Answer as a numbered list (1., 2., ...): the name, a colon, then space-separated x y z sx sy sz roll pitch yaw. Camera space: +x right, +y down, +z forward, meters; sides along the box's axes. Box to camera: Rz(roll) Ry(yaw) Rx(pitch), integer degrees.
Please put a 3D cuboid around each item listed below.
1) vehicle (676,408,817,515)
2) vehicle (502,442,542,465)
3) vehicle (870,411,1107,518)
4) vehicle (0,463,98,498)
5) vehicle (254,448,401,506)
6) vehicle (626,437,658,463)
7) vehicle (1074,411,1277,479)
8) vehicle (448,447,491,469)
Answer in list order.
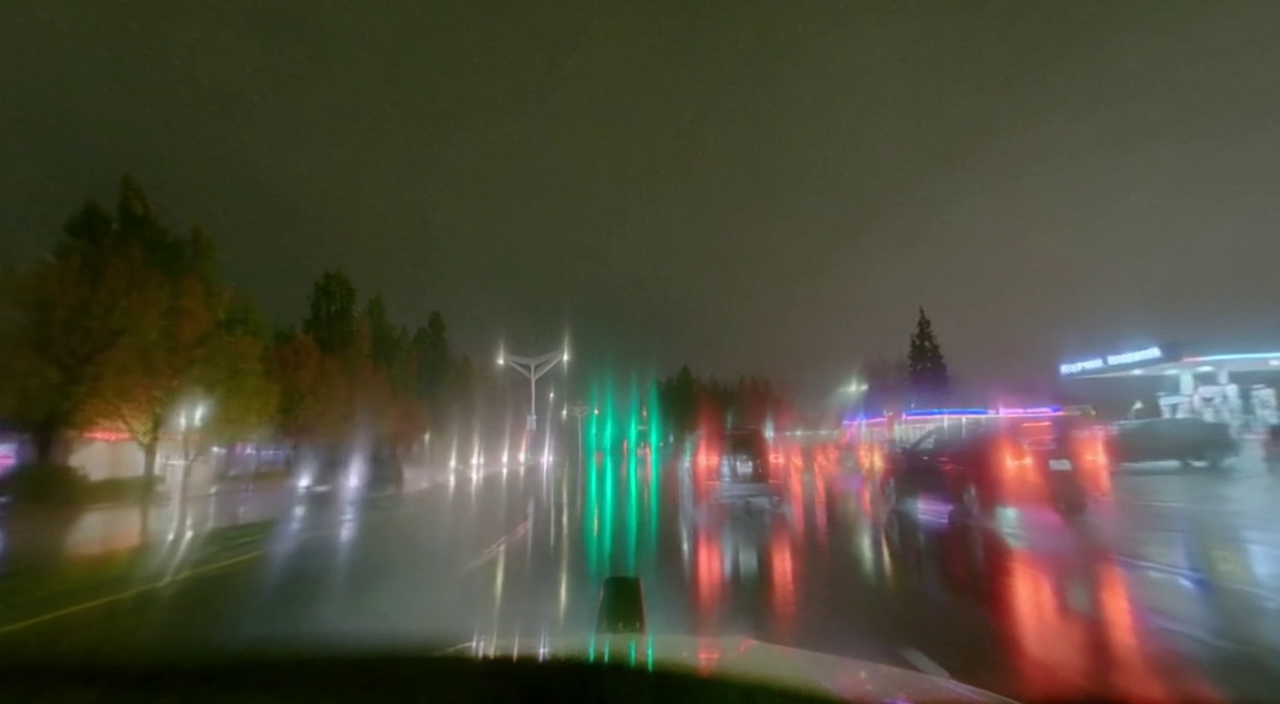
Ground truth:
1. vehicle: 2.086 2.337 13.969 2.038 1.917 4.900 0 -8 -3
2. vehicle: -8.988 7.745 48.447 2.044 1.695 4.503 0 -8 2
3. vehicle: 6.660 2.210 12.884 2.025 1.765 4.729 0 -8 -1
4. vehicle: -29.053 6.131 30.236 4.435 1.507 1.926 0 -8 1
5. vehicle: -9.085 3.630 18.930 1.978 1.470 4.711 0 -8 0
6. vehicle: 0.111 6.837 44.255 2.101 1.707 3.904 0 -8 -1
7. vehicle: 17.591 3.126 21.253 2.125 1.875 5.224 -3 -8 -1
8. vehicle: -12.348 7.675 46.013 1.868 1.496 4.390 0 -8 0
